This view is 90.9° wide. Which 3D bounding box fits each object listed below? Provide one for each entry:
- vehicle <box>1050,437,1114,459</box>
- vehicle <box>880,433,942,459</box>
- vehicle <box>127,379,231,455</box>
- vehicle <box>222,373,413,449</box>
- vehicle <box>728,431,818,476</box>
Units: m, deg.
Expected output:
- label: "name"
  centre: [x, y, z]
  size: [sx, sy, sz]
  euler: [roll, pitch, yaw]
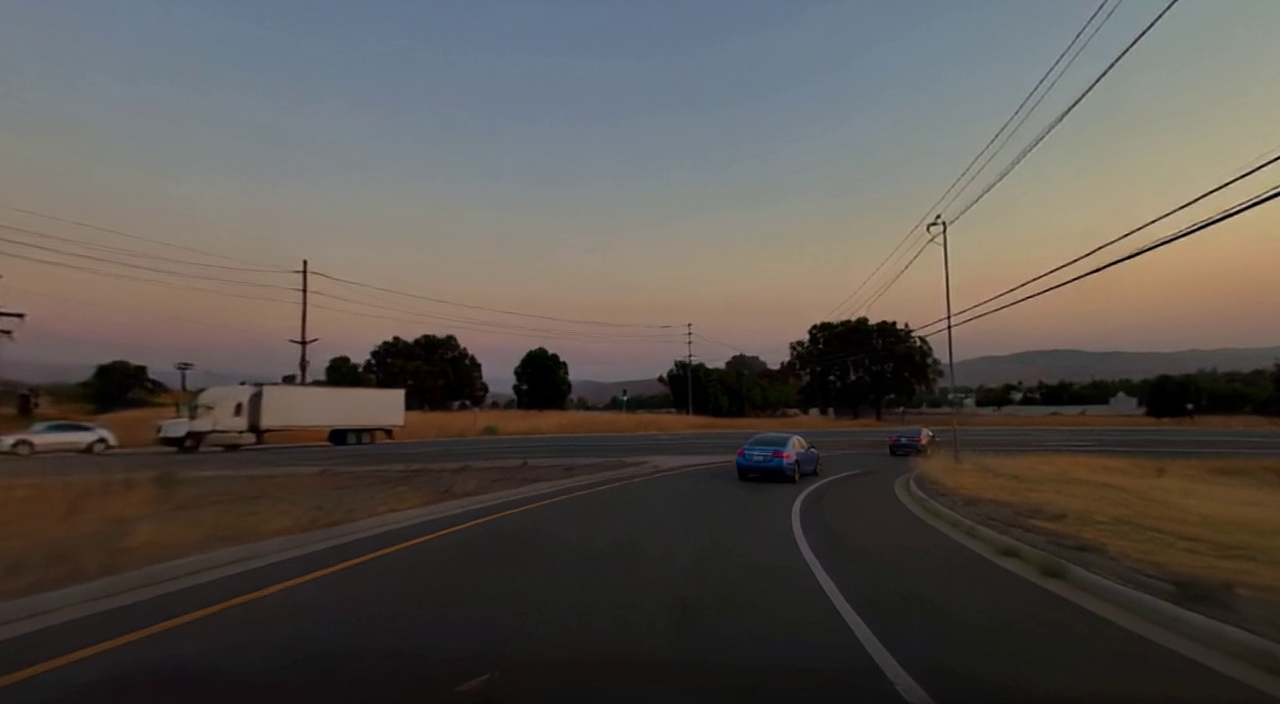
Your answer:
- label: "vehicle"
  centre: [33.177, 7.187, 47.322]
  size: [4.102, 1.552, 1.931]
  euler: [3, -9, -23]
- label: "vehicle"
  centre: [16.455, 5.690, 38.209]
  size: [4.307, 1.465, 1.836]
  euler: [8, -12, -43]
- label: "vehicle"
  centre: [-23.888, 3.459, 32.708]
  size: [3.911, 3.666, 2.936]
  euler: [7, -11, -39]
- label: "vehicle"
  centre: [-18.640, 3.660, 37.067]
  size: [9.356, 3.992, 2.808]
  euler: [7, -11, -39]
- label: "vehicle"
  centre: [4.790, 3.527, 22.204]
  size: [2.026, 1.407, 4.374]
  euler: [-4, -9, 26]
